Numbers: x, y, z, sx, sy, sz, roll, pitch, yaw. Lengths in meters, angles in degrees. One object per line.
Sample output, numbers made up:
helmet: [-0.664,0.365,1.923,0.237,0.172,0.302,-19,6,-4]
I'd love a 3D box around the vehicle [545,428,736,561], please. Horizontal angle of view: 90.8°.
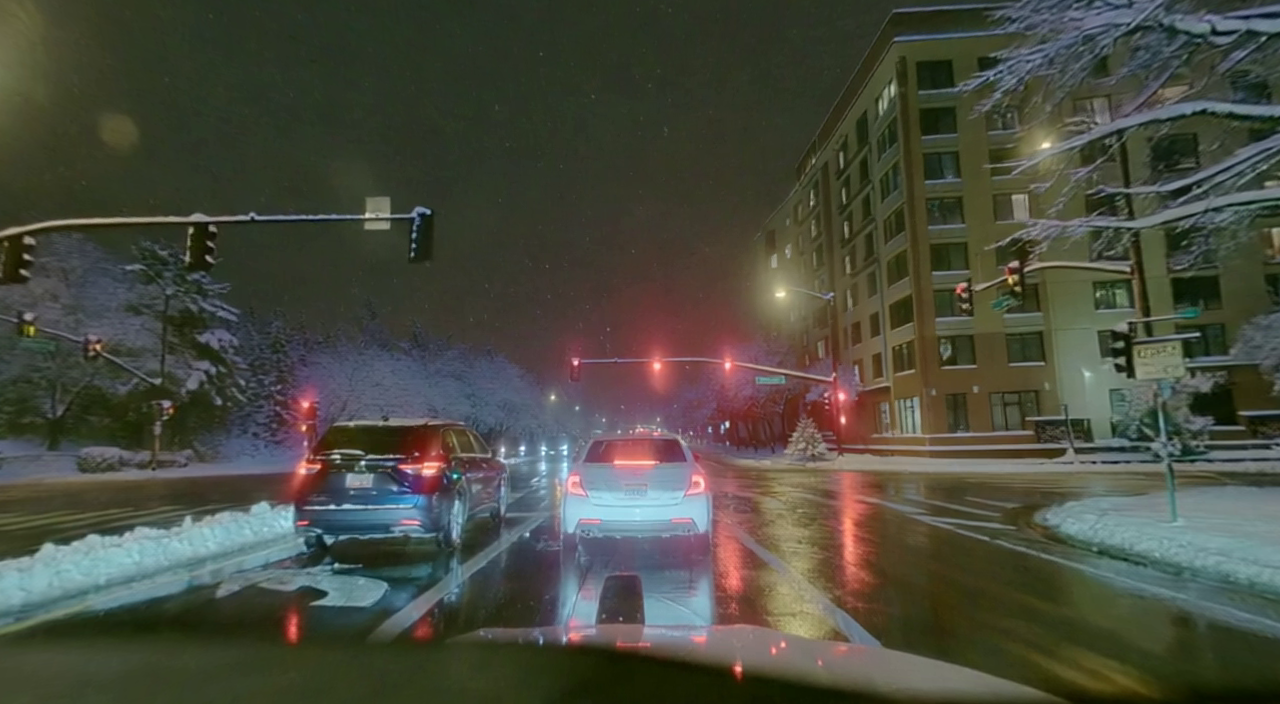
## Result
vehicle: [0.004,1.931,9.258,2.190,1.522,3.850,0,-8,0]

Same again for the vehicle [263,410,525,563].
vehicle: [-3.200,1.857,9.446,2.081,1.719,4.434,0,-8,0]
